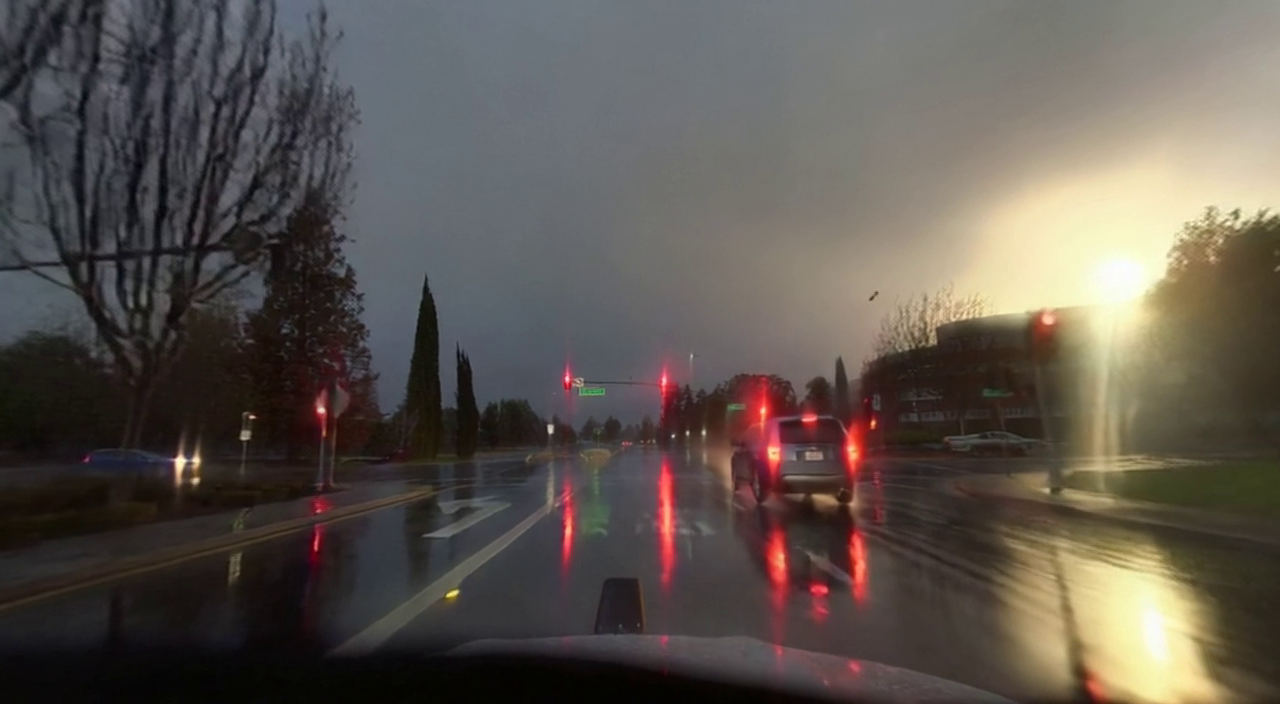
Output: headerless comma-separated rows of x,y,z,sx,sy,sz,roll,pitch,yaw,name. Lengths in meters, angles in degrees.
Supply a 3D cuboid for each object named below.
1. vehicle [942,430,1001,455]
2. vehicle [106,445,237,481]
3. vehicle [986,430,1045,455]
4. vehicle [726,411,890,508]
24.055,6.593,45.978,1.896,1.760,4.107,0,-9,-2,vehicle
-23.212,5.504,31.457,4.737,1.659,2.042,0,-9,-5,vehicle
27.280,6.600,46.063,1.883,1.685,3.953,-1,-9,2,vehicle
3.478,2.384,14.330,2.229,1.795,4.927,0,-9,-2,vehicle
